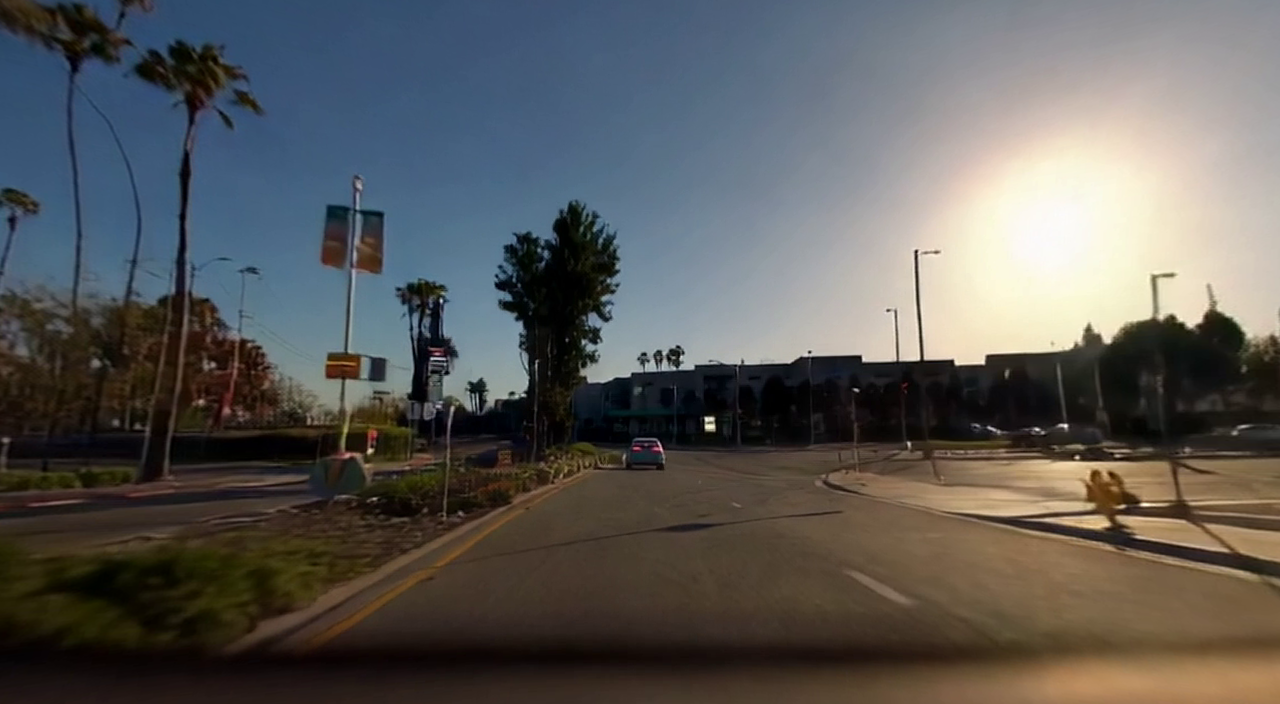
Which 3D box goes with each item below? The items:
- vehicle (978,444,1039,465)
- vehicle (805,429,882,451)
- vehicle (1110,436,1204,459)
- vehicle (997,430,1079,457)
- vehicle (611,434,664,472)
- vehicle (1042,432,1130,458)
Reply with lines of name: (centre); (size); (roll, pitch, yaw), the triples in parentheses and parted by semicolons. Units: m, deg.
vehicle: (28.586, 7.965, 49.032); (3.685, 1.459, 1.685); (0, -5, 1)
vehicle: (15.746, 6.866, 49.151); (5.317, 1.700, 1.901); (0, -8, 1)
vehicle: (34.243, 6.327, 41.930); (4.349, 1.460, 2.027); (-1, -9, 4)
vehicle: (28.051, 6.444, 44.616); (4.381, 1.892, 1.942); (0, -7, 0)
vehicle: (-0.200, 4.370, 27.685); (2.073, 1.525, 4.809); (0, -8, -3)
vehicle: (29.668, 6.197, 42.157); (4.377, 1.633, 1.834); (0, -8, 3)
